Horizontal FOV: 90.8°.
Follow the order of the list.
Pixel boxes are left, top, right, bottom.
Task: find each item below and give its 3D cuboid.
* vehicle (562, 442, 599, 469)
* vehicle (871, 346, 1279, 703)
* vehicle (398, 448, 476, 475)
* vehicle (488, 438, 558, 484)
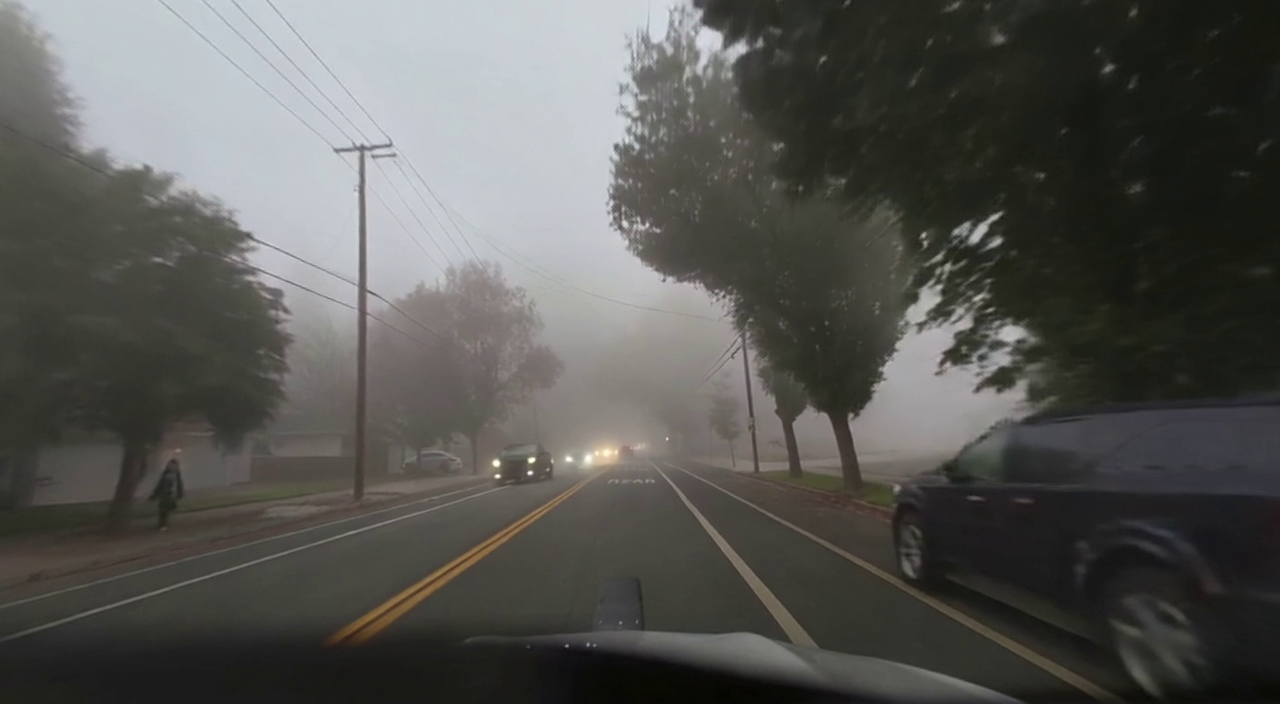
[{"bbox_3d":[-3.861,6.782,41.561,2.090,1.689,4.232,0,-8,-1],"label":"vehicle"},{"bbox_3d":[3.771,1.146,4.422,2.310,1.784,4.993,0,-8,-1],"label":"vehicle"},{"bbox_3d":[-13.933,7.512,43.552,4.607,1.772,2.261,0,-8,-1],"label":"vehicle"},{"bbox_3d":[-5.017,4.751,27.900,2.059,1.840,5.317,0,-8,0],"label":"vehicle"}]
